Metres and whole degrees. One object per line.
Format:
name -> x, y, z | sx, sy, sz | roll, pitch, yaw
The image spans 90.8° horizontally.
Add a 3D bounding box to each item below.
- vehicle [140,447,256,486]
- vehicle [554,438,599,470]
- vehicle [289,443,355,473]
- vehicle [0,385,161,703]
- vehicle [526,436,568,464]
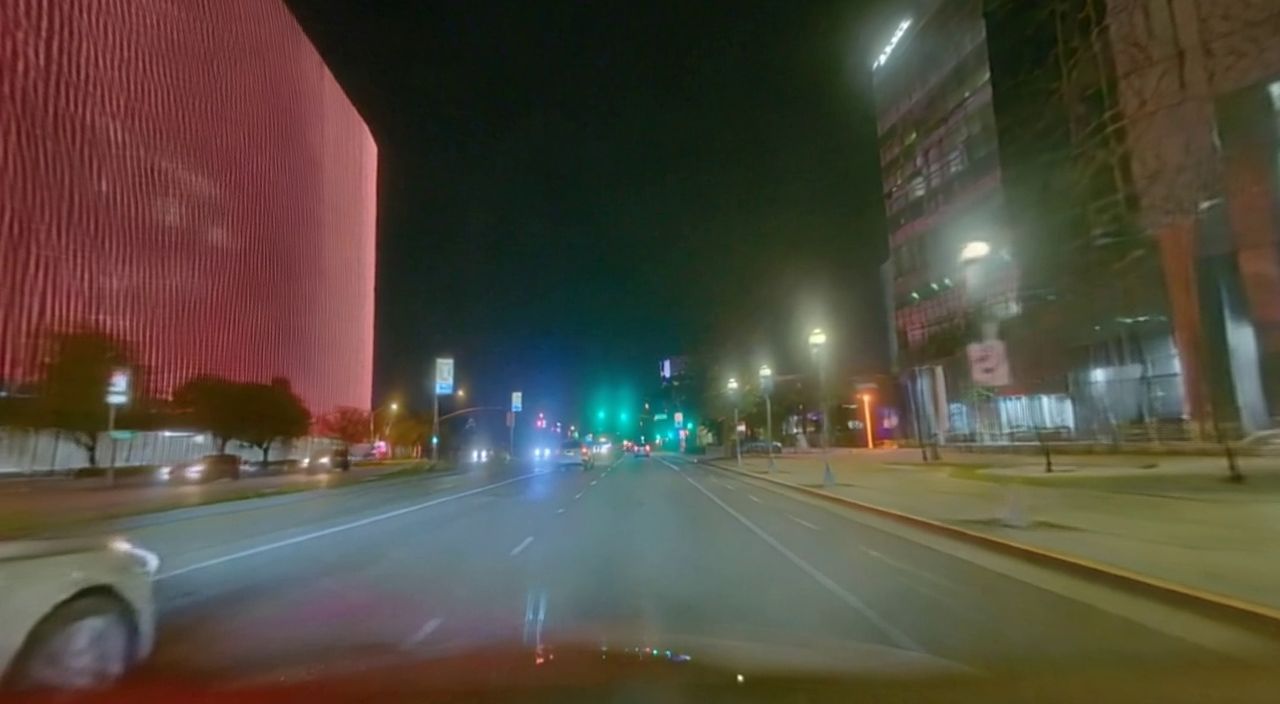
vehicle -> -20.017, 5.176, 28.925 | 1.918, 1.601, 4.610 | 0, -8, 1
vehicle -> -3.310, 5.369, 33.370 | 1.983, 1.545, 3.773 | 0, -8, 0
vehicle -> -20.163, 6.718, 40.300 | 1.910, 1.748, 4.303 | 0, -8, 0
vehicle -> -3.359, 0.677, 0.907 | 2.040, 1.497, 4.193 | 0, -8, 0
vehicle -> -6.603, 7.018, 45.391 | 2.224, 1.821, 4.711 | 0, -8, 1
